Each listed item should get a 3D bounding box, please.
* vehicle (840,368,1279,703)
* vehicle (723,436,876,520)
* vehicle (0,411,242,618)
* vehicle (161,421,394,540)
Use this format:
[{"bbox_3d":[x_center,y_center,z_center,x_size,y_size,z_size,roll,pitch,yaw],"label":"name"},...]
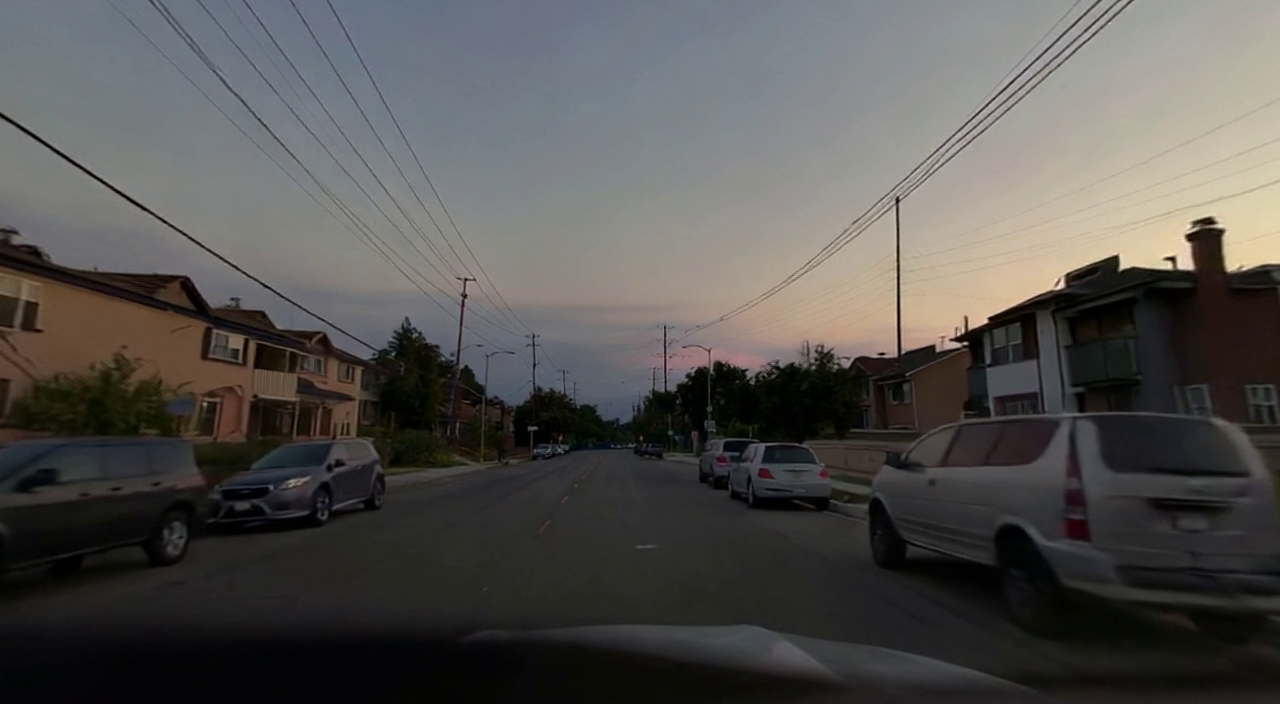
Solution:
[{"bbox_3d":[3.352,1.263,5.310,1.936,1.756,4.127,0,-9,-1],"label":"vehicle"},{"bbox_3d":[3.299,2.715,14.235,1.895,1.537,4.844,1,-9,-4],"label":"vehicle"},{"bbox_3d":[-6.490,1.569,6.614,1.988,1.734,4.400,-1,-8,-4],"label":"vehicle"},{"bbox_3d":[-6.710,2.372,12.460,1.992,1.853,4.561,-1,-8,-2],"label":"vehicle"}]
